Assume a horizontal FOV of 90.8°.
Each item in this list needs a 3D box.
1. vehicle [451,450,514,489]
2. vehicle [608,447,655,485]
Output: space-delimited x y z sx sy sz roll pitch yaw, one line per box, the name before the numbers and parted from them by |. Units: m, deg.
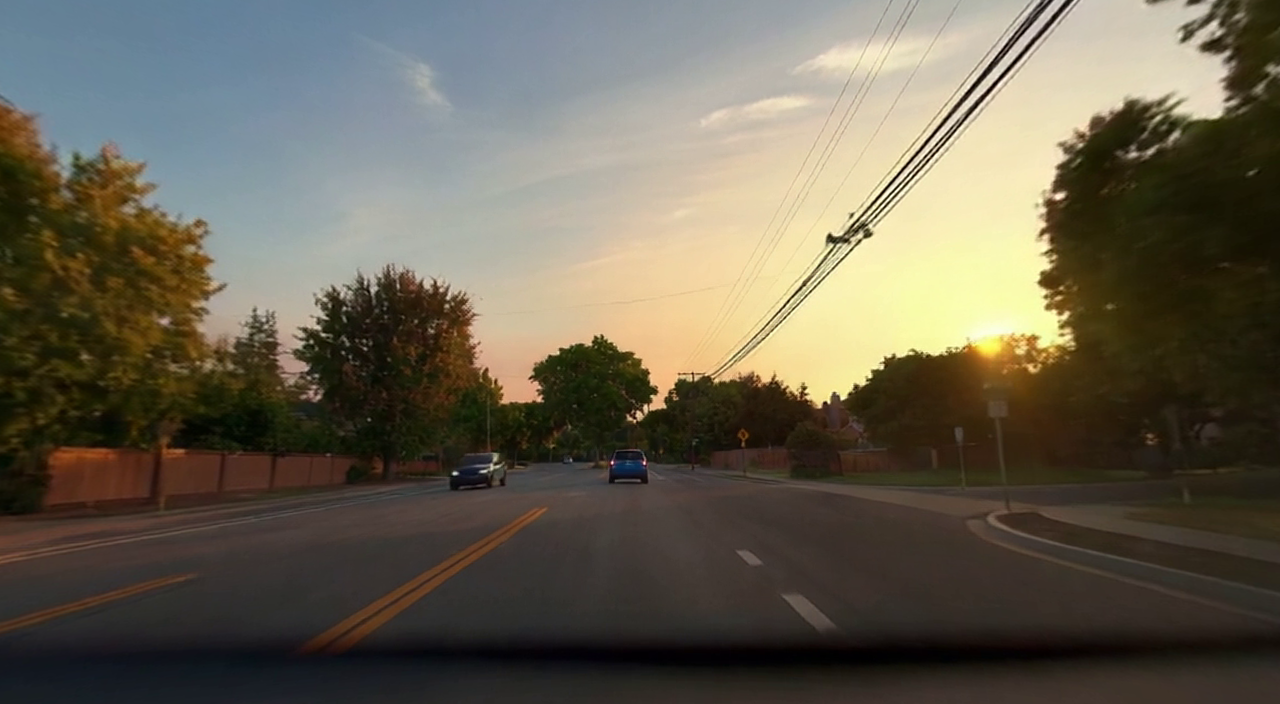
vehicle | -7.532 5.627 30.662 2.046 1.730 4.310 0 -8 -2
vehicle | -0.476 5.523 30.974 2.139 1.699 3.916 0 -8 -2
